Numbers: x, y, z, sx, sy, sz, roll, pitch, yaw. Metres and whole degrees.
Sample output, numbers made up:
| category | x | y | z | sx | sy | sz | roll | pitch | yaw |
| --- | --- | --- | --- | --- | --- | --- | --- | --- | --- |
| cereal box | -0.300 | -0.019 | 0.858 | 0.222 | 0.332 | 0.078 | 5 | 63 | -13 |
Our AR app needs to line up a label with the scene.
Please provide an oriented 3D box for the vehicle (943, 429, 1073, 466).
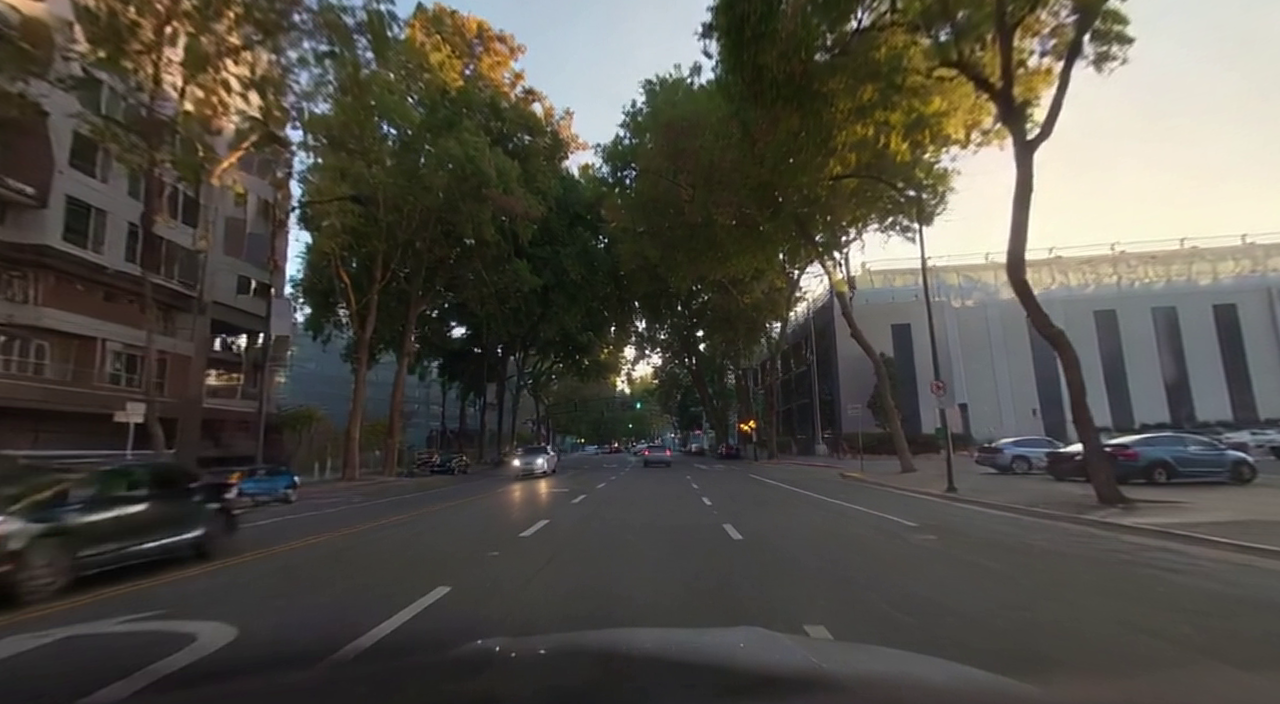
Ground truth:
| category | x | y | z | sx | sy | sz | roll | pitch | yaw |
| --- | --- | --- | --- | --- | --- | --- | --- | --- | --- |
| vehicle | 16.286 | 4.258 | 28.138 | 4.540 | 1.547 | 1.841 | -1 | -8 | 4 |

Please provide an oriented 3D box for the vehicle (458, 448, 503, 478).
| category | x | y | z | sx | sy | sz | roll | pitch | yaw |
| --- | --- | --- | --- | --- | --- | --- | --- | --- | --- |
| vehicle | -10.943 | 7.611 | 43.642 | 1.961 | 1.829 | 4.761 | -1 | -8 | -1 |

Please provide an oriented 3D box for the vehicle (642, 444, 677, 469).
| category | x | y | z | sx | sy | sz | roll | pitch | yaw |
| --- | --- | --- | --- | --- | --- | --- | --- | --- | --- |
| vehicle | 1.216 | 6.468 | 39.237 | 2.051 | 1.454 | 4.132 | 0 | -8 | 2 |

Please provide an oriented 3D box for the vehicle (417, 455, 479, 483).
| category | x | y | z | sx | sy | sz | roll | pitch | yaw |
| --- | --- | --- | --- | --- | --- | --- | --- | --- | --- |
| vehicle | -11.404 | 6.985 | 37.886 | 2.079 | 1.406 | 4.609 | -1 | -8 | 4 |

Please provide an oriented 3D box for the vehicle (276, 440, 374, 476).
| category | x | y | z | sx | sy | sz | roll | pitch | yaw |
| --- | --- | --- | --- | --- | --- | --- | --- | --- | --- |
| vehicle | -20.898 | 7.060 | 42.044 | 5.470 | 1.945 | 2.151 | -4 | -9 | 3 |

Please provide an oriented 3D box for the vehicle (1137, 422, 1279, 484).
| category | x | y | z | sx | sy | sz | roll | pitch | yaw |
| --- | --- | --- | --- | --- | --- | --- | --- | --- | --- |
| vehicle | 16.037 | 2.645 | 16.856 | 3.922 | 1.420 | 1.784 | -3 | -9 | 1 |

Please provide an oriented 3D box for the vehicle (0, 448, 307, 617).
| category | x | y | z | sx | sy | sz | roll | pitch | yaw |
| --- | --- | --- | --- | --- | --- | --- | --- | --- | --- |
| vehicle | -6.398 | 1.939 | 7.851 | 1.993 | 1.463 | 4.265 | -1 | -8 | 3 |
